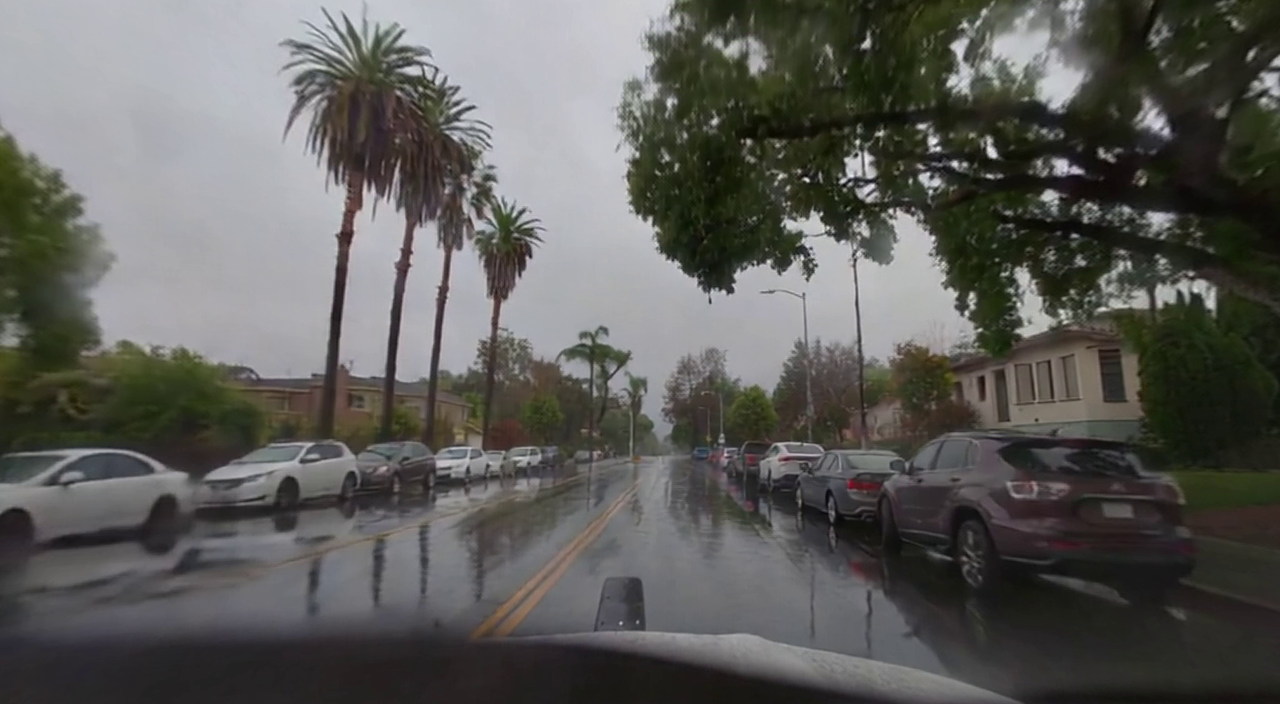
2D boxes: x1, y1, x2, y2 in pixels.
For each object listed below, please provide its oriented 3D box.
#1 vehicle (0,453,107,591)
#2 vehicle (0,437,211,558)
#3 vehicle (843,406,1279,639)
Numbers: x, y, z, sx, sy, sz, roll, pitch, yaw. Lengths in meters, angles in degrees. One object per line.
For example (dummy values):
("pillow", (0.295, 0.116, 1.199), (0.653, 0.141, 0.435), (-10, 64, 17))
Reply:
("vehicle", (-9.028, 1.923, 7.295), (3.871, 1.460, 1.839), (3, -9, -18))
("vehicle", (-9.391, 2.202, 9.909), (3.910, 1.684, 1.919), (3, -9, -19))
("vehicle", (3.894, 1.562, 6.857), (2.016, 1.670, 4.372), (0, -8, 1))
